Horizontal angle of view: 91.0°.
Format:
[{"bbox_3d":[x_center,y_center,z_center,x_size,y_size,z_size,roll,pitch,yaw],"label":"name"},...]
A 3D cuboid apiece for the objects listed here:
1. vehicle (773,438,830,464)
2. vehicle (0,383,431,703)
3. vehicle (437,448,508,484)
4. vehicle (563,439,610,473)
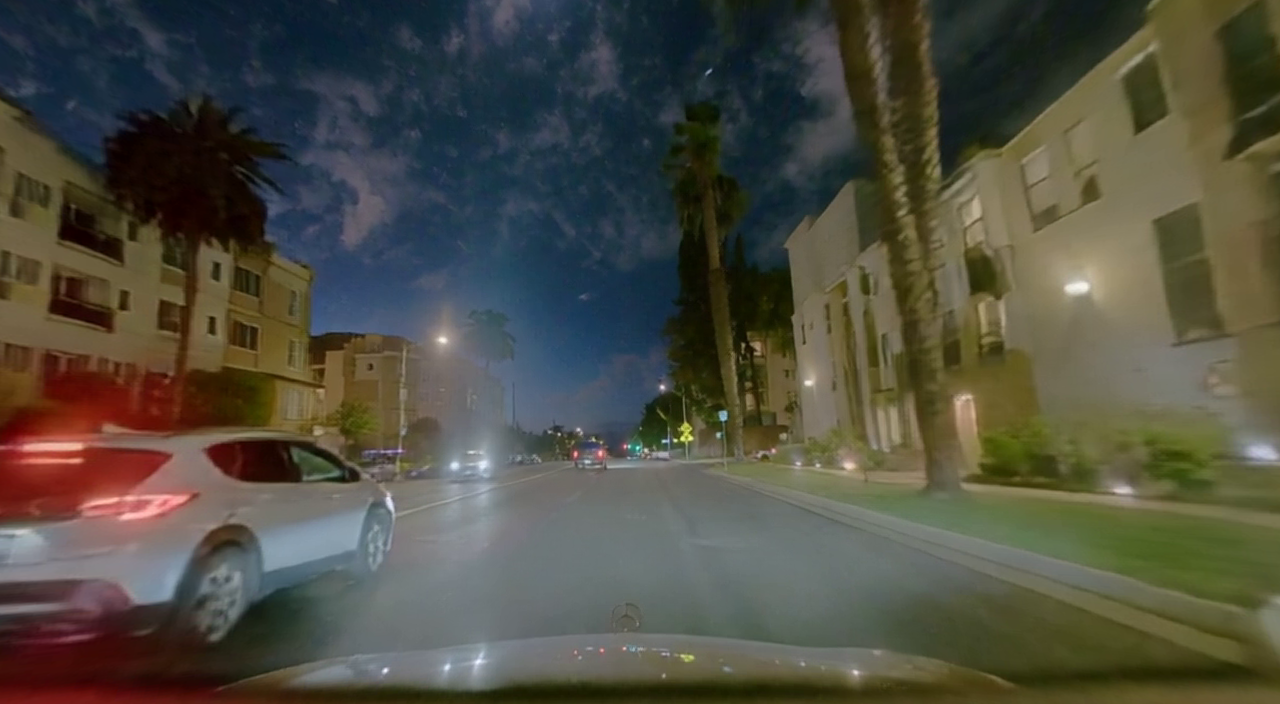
[{"bbox_3d":[12.513,7.702,48.907,3.778,1.744,1.804,-3,-9,-4],"label":"vehicle"},{"bbox_3d":[-3.229,1.254,4.771,1.929,1.651,3.948,0,-9,0],"label":"vehicle"},{"bbox_3d":[-7.463,5.109,28.511,1.979,1.500,4.383,0,-9,0],"label":"vehicle"},{"bbox_3d":[-2.950,5.918,35.976,1.994,1.810,5.057,0,-9,3],"label":"vehicle"}]
